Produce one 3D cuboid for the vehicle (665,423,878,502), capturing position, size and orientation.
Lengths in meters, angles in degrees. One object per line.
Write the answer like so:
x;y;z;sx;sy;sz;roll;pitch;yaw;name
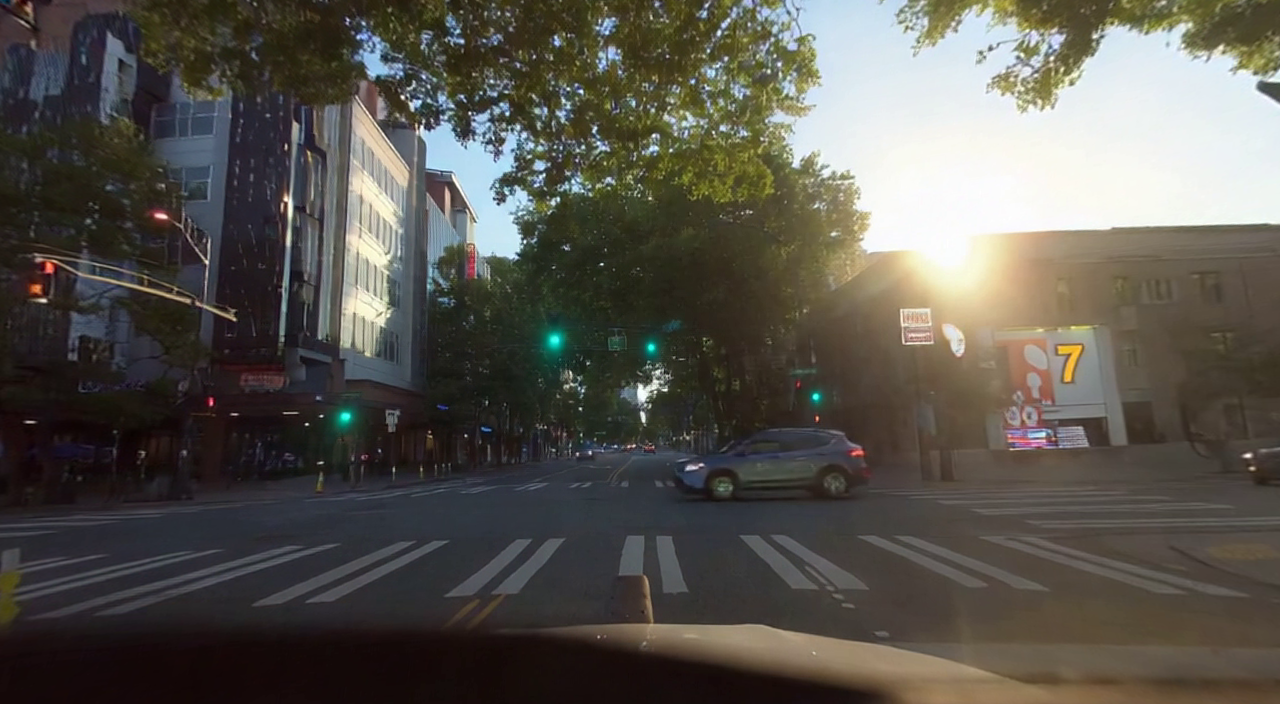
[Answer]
3.081;2.720;15.674;4.836;1.795;1.957;0;-8;1;vehicle
